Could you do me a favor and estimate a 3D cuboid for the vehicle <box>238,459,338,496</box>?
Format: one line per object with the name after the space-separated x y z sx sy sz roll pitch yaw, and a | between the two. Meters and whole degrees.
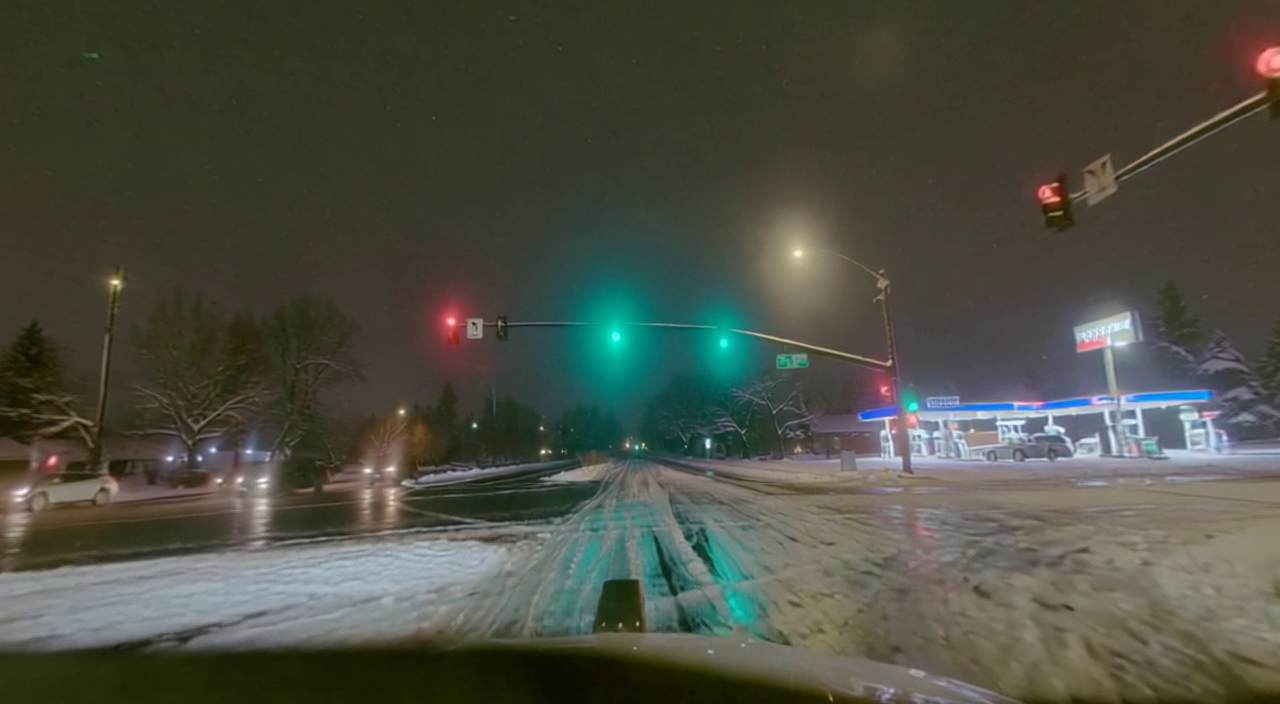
-15.340 5.464 27.844 1.920 1.434 4.328 0 -9 0 | vehicle

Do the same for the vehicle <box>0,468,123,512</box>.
-24.530 5.687 26.435 1.895 1.483 4.790 0 -9 -3 | vehicle

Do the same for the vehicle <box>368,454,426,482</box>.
-15.480 7.396 40.450 2.053 1.598 4.336 0 -9 -1 | vehicle
